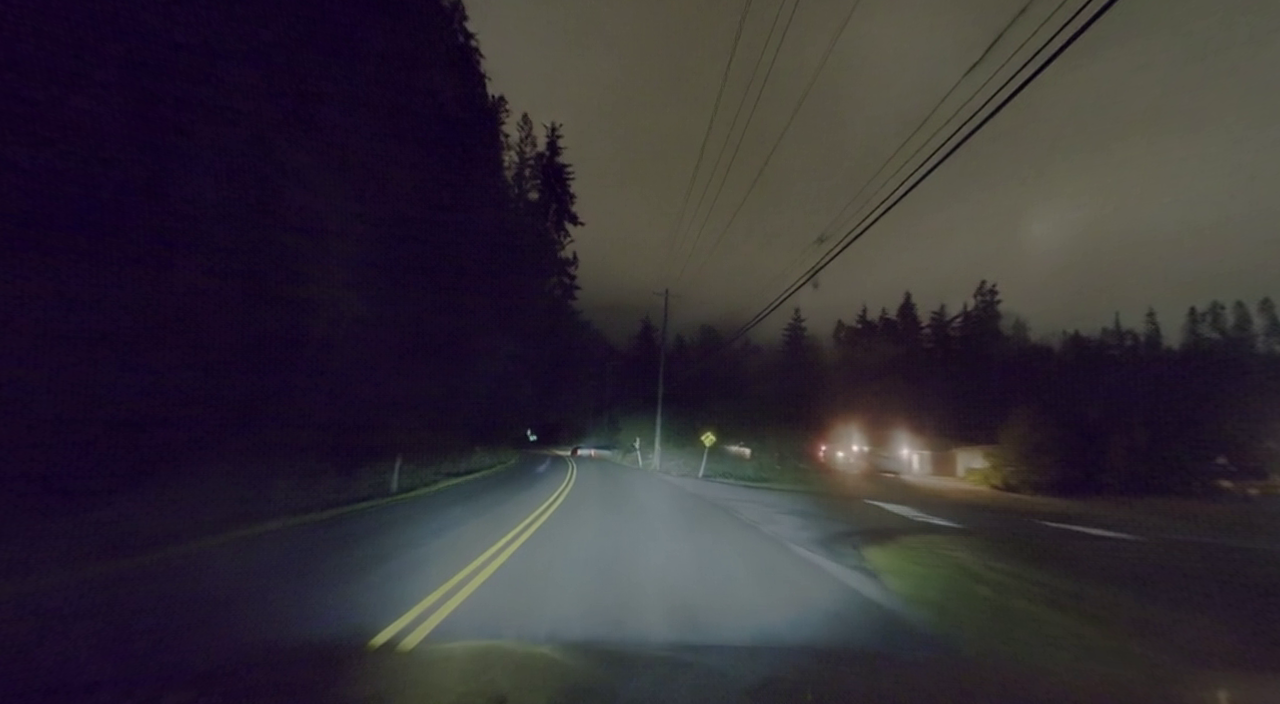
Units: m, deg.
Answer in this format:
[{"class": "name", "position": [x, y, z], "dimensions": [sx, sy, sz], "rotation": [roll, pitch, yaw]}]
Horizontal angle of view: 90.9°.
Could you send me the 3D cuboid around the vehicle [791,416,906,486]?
[{"class": "vehicle", "position": [12.038, 5.718, 36.522], "dimensions": [5.297, 3.064, 2.935], "rotation": [11, -8, -16]}]
